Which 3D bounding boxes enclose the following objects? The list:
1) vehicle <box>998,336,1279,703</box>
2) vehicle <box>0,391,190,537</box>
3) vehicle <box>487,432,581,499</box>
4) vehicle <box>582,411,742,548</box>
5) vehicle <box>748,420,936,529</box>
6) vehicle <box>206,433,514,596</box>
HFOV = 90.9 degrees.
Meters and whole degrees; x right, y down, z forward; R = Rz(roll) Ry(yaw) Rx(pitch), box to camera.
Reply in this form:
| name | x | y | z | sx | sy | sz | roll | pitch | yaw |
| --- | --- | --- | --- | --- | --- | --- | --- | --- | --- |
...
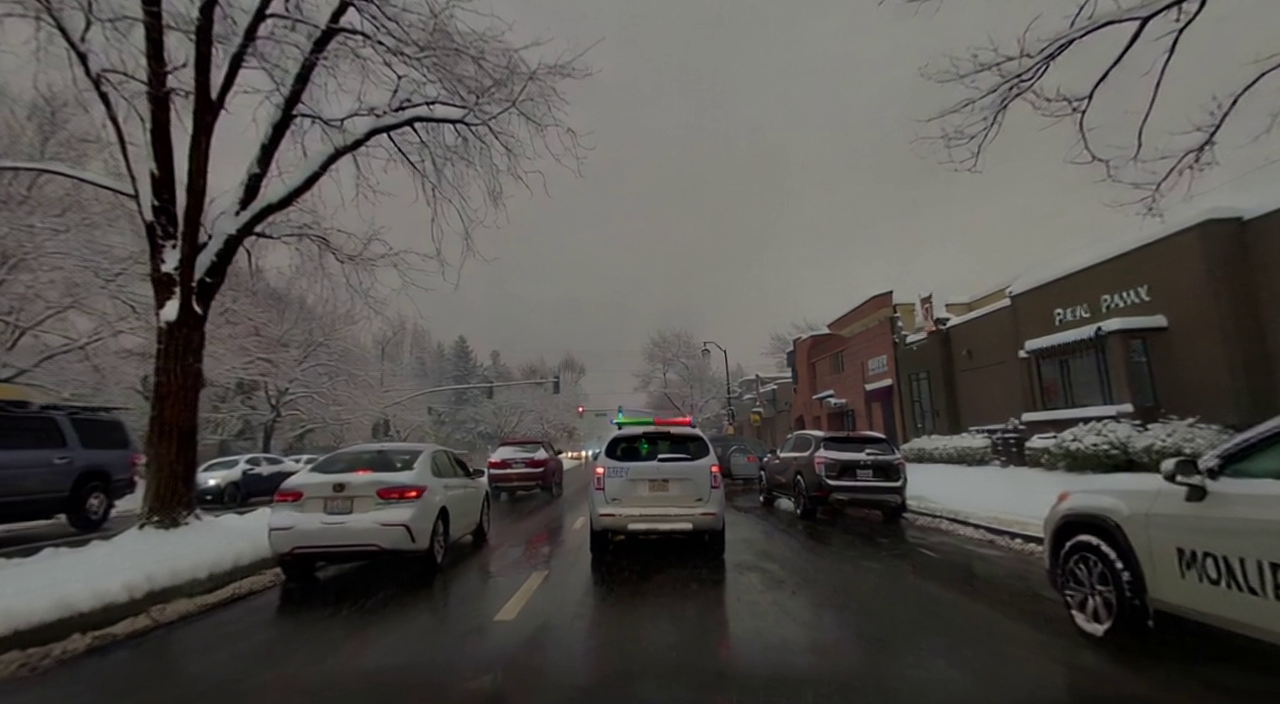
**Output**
| name | x | y | z | sx | sy | sz | roll | pitch | yaw |
| --- | --- | --- | --- | --- | --- | --- | --- | --- | --- |
| vehicle | 4.049 | 0.841 | 2.724 | 1.987 | 1.877 | 5.330 | 0 | -9 | 2 |
| vehicle | -14.434 | 2.396 | 13.570 | 2.646 | 2.977 | 9.228 | -1 | -7 | 1 |
| vehicle | -3.099 | 3.446 | 19.549 | 2.135 | 1.806 | 4.514 | 0 | -9 | 0 |
| vehicle | 0.282 | 1.968 | 10.276 | 2.075 | 1.770 | 4.018 | 0 | -9 | 0 |
| vehicle | 4.048 | 2.586 | 13.989 | 2.038 | 1.865 | 5.786 | 1 | -9 | -3 |
| vehicle | -2.987 | 1.806 | 7.941 | 1.908 | 1.474 | 4.257 | 0 | -9 | 0 |
